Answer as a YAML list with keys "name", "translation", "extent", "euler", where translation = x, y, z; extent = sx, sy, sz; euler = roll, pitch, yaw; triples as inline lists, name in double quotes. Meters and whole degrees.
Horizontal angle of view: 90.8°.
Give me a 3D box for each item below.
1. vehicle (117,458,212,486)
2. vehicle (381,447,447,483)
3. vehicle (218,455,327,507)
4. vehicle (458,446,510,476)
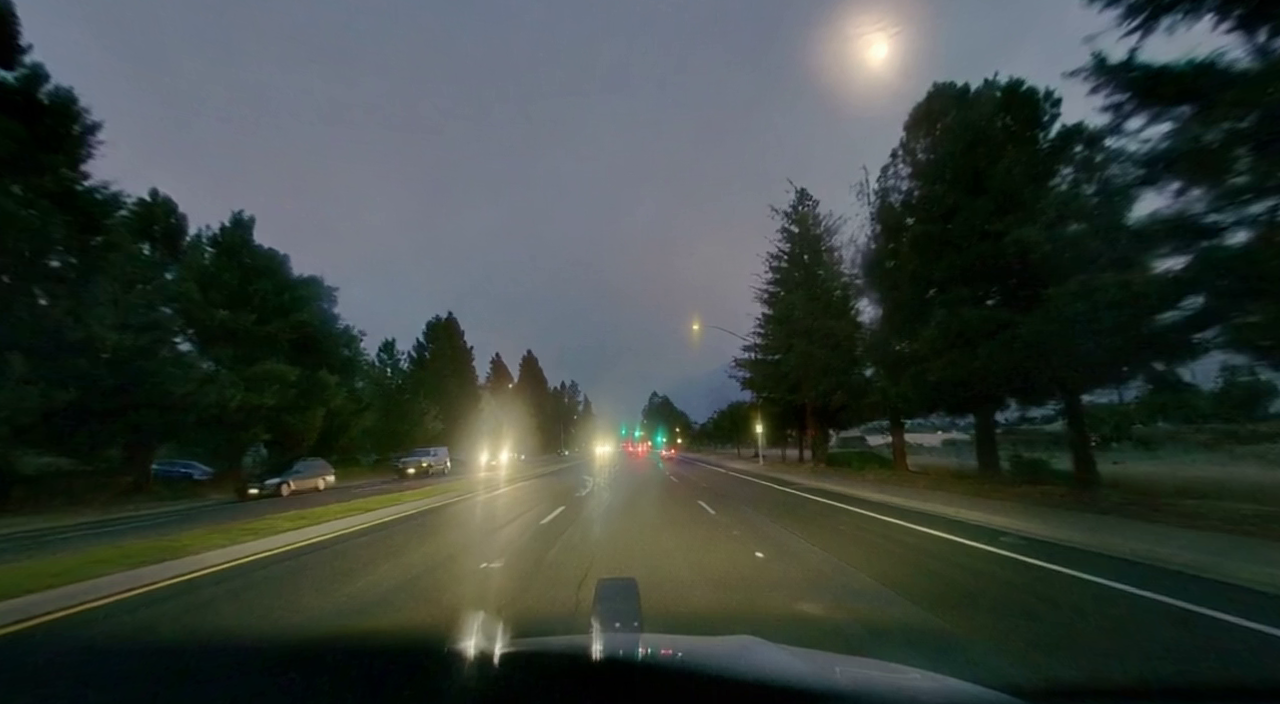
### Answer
- name: "vehicle"
  translation: [-26.834, 6.760, 35.692]
  extent: [4.284, 1.431, 1.878]
  euler: [-3, -9, 14]
- name: "vehicle"
  translation: [-14.439, 7.201, 40.750]
  extent: [2.251, 1.972, 5.672]
  euler: [-4, -8, -1]
- name: "vehicle"
  translation: [-14.547, 5.080, 25.330]
  extent: [2.054, 1.630, 4.211]
  euler: [-4, -7, -3]
- name: "vehicle"
  translation: [-10.061, 7.086, 41.300]
  extent: [2.110, 1.811, 5.190]
  euler: [-1, -9, 0]
